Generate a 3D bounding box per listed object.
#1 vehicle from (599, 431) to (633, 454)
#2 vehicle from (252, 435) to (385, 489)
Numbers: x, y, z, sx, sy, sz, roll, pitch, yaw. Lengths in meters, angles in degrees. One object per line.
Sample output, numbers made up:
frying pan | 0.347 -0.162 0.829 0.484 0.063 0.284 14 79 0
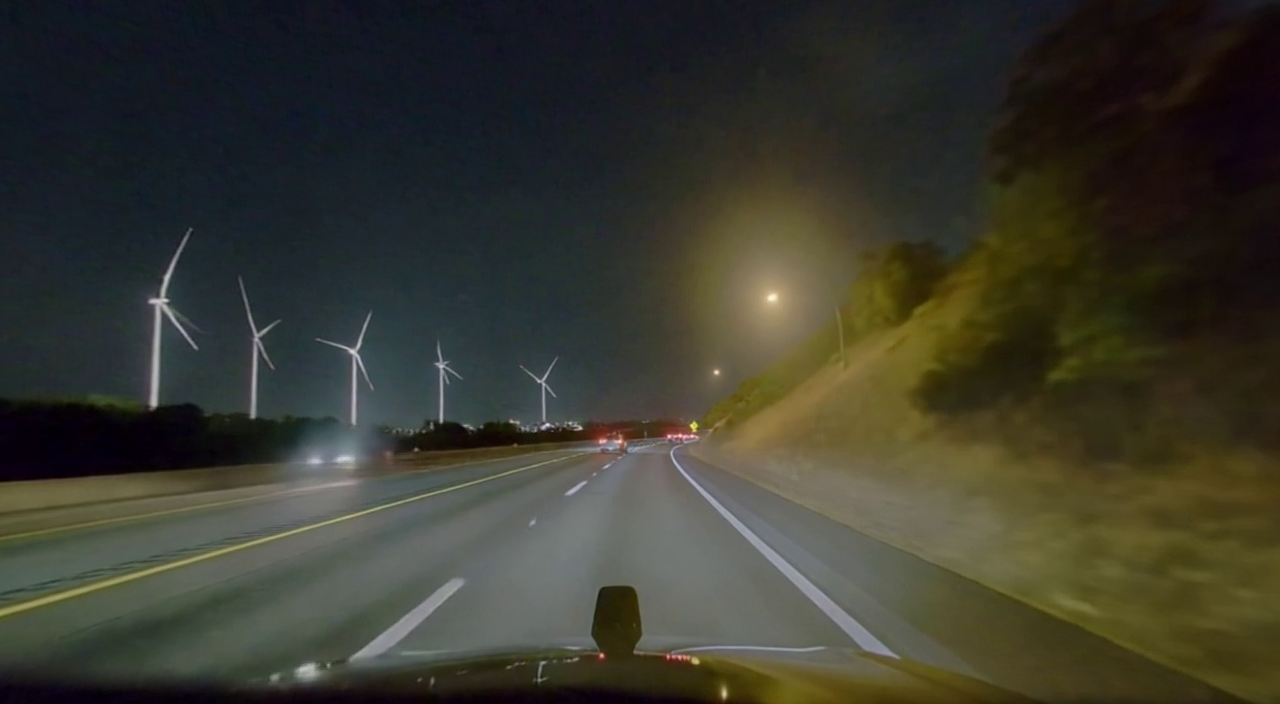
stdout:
vehicle | -1.729 6.711 46.867 2.123 1.629 4.180 0 -8 3
vehicle | -9.491 3.238 19.016 1.850 1.450 3.951 0 -8 1
